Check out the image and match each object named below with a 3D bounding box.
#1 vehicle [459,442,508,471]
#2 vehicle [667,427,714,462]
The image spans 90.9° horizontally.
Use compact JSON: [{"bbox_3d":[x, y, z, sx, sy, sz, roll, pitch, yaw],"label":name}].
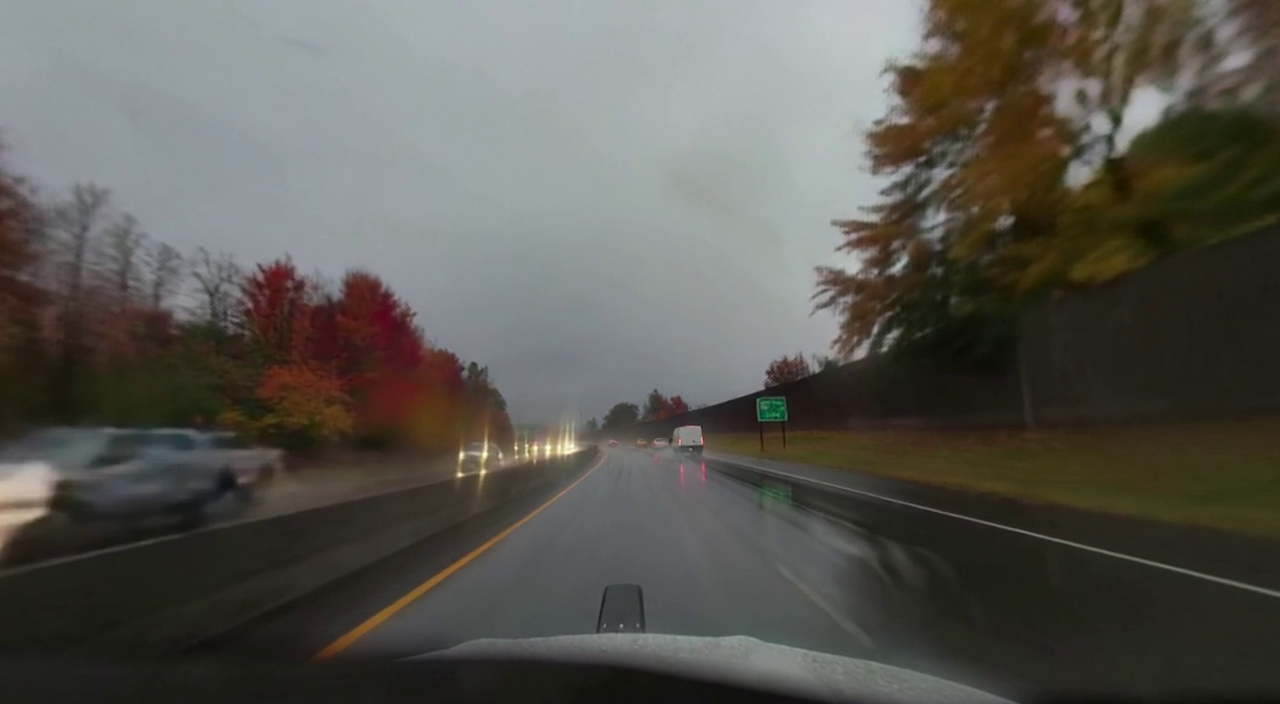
[{"bbox_3d":[-8.802,5.894,35.781,1.784,1.501,3.916,0,-8,-1],"label":"vehicle"},{"bbox_3d":[3.105,5.835,39.893,2.393,2.072,4.958,1,-8,-2],"label":"vehicle"}]
